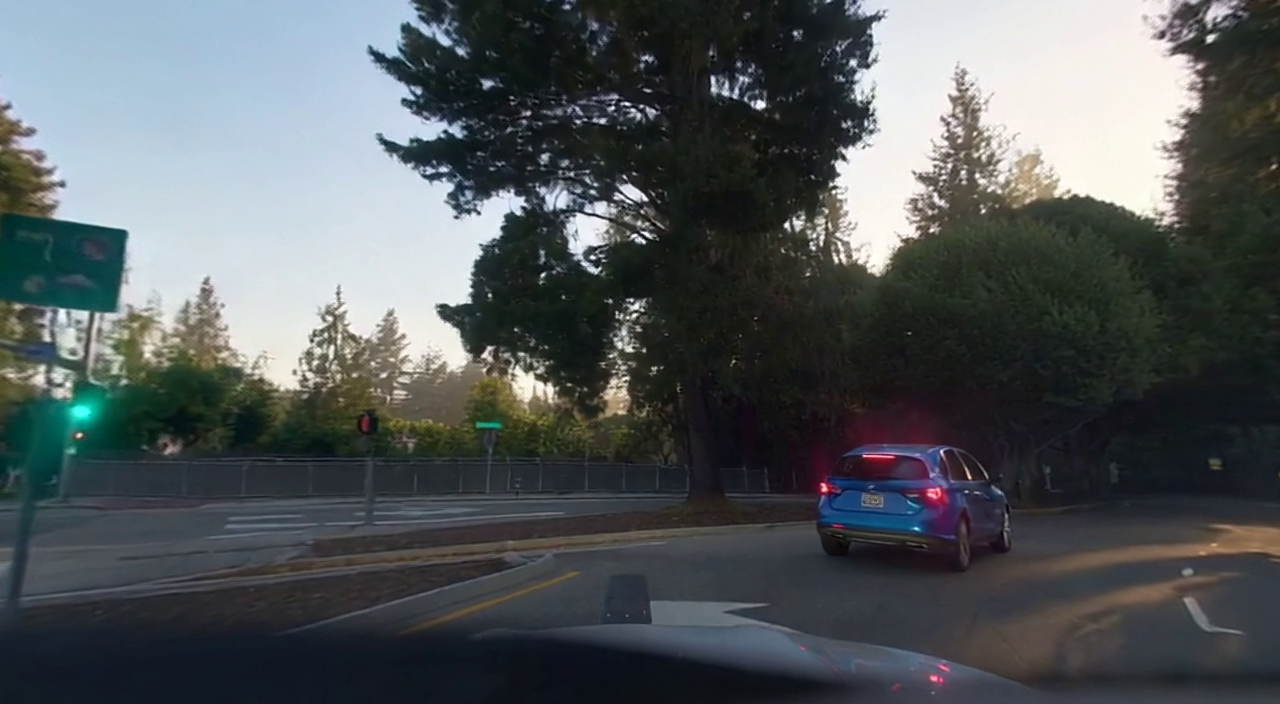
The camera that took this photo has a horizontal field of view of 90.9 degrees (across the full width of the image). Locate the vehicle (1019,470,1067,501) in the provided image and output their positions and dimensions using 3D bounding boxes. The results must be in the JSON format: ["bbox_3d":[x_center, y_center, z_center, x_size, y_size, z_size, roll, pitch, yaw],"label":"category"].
[{"bbox_3d":[30.901,10.157,48.217,2.150,1.927,5.209,-8,-11,41],"label":"vehicle"}]

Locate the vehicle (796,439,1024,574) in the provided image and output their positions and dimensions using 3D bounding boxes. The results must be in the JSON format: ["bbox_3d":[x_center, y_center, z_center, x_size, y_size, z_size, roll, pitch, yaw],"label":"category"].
[{"bbox_3d":[4.244,2.107,9.535,2.148,1.521,4.089,-6,-10,37],"label":"vehicle"}]
